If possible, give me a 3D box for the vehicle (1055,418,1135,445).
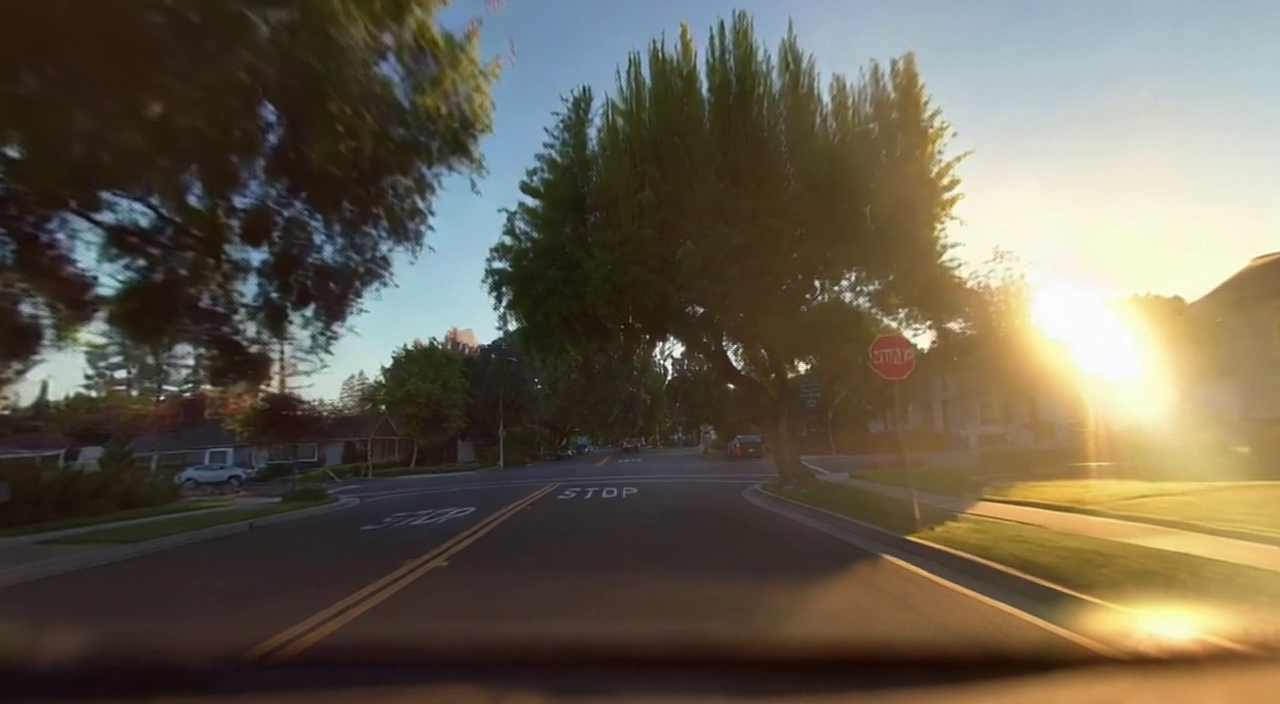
[{"bbox_3d":[29.207,5.155,40.753,1.846,1.452,4.499,-1,-11,1],"label":"vehicle"}]

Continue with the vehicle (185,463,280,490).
[{"bbox_3d":[-24.329,7.432,37.832,4.380,1.462,1.864,0,-9,-1],"label":"vehicle"}]
